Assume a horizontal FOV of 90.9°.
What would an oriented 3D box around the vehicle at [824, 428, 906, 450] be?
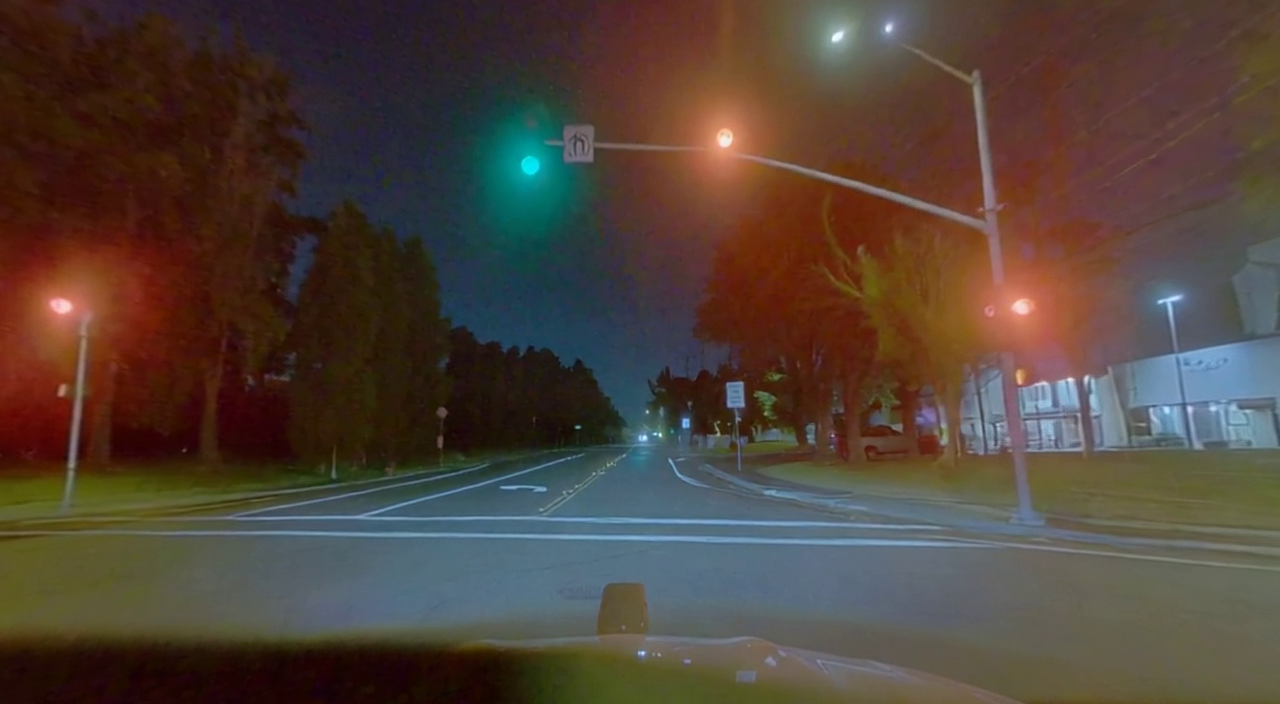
[{"bbox_3d":[14.832,5.764,41.749,4.693,1.437,1.799,0,-8,3],"label":"vehicle"}]
